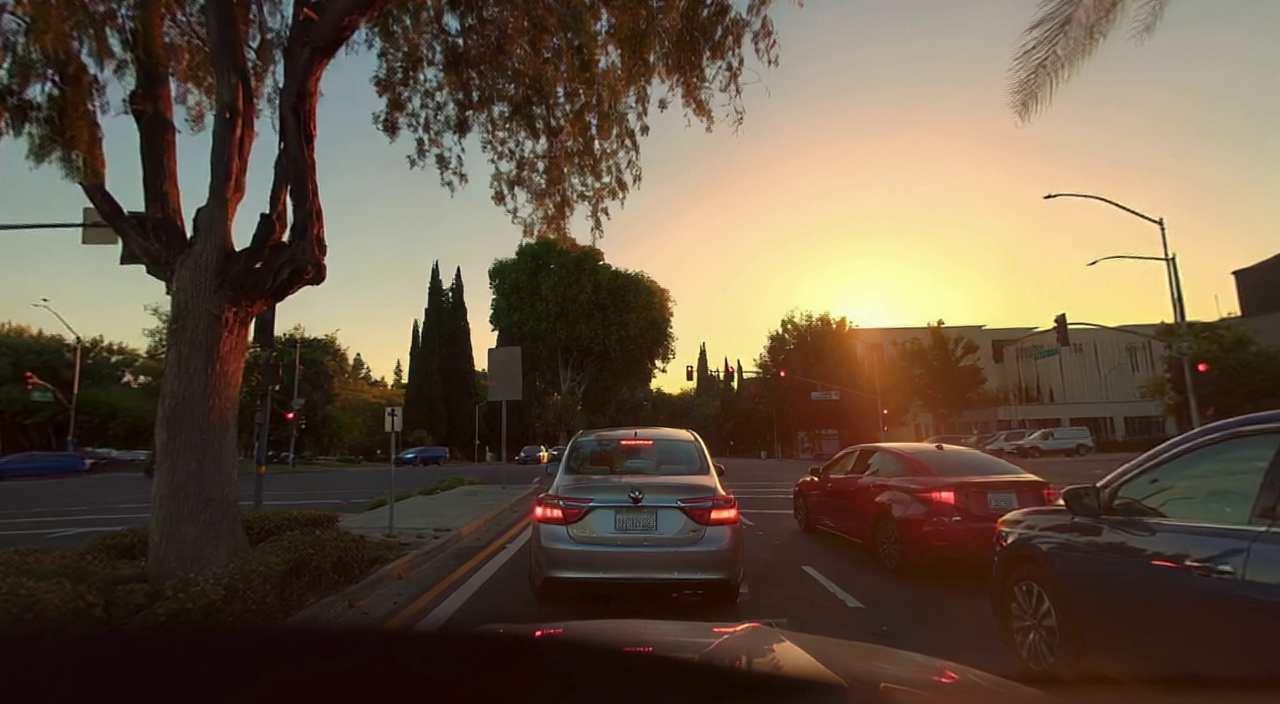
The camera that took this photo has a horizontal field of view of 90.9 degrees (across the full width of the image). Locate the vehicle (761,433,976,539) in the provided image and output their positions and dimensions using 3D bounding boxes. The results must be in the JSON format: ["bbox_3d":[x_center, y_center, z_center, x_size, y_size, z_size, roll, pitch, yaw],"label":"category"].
[{"bbox_3d":[3.687,2.258,11.302,2.054,1.482,4.654,0,-9,-1],"label":"vehicle"}]

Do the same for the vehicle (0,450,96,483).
[{"bbox_3d":[-40.757,7.697,42.748,5.321,2.089,2.177,4,-10,-26],"label":"vehicle"}]

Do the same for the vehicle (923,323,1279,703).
[{"bbox_3d":[3.723,0.928,3.436,2.162,1.829,4.519,0,-9,-1],"label":"vehicle"}]

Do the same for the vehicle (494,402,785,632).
[{"bbox_3d":[-0.025,1.473,6.500,2.074,1.631,3.793,0,-9,-1],"label":"vehicle"}]
